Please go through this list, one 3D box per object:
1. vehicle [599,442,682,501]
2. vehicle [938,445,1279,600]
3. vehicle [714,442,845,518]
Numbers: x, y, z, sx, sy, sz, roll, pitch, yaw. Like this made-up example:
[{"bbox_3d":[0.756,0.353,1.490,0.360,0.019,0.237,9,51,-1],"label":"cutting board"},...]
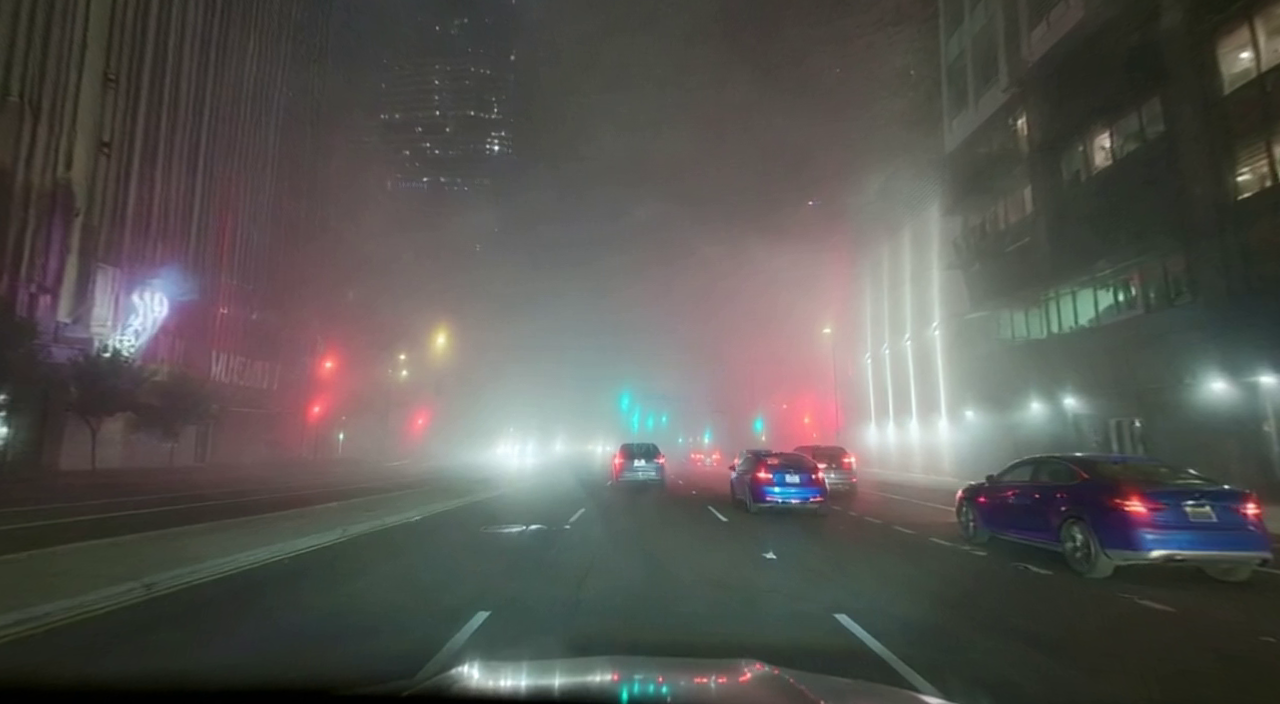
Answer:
[{"bbox_3d":[0.009,3.332,18.086,2.096,1.457,4.160,0,-8,0],"label":"vehicle"},{"bbox_3d":[6.151,2.018,8.545,1.914,1.484,4.639,0,-8,-1],"label":"vehicle"},{"bbox_3d":[3.023,2.857,14.733,1.987,1.484,4.427,0,-8,-1],"label":"vehicle"}]
